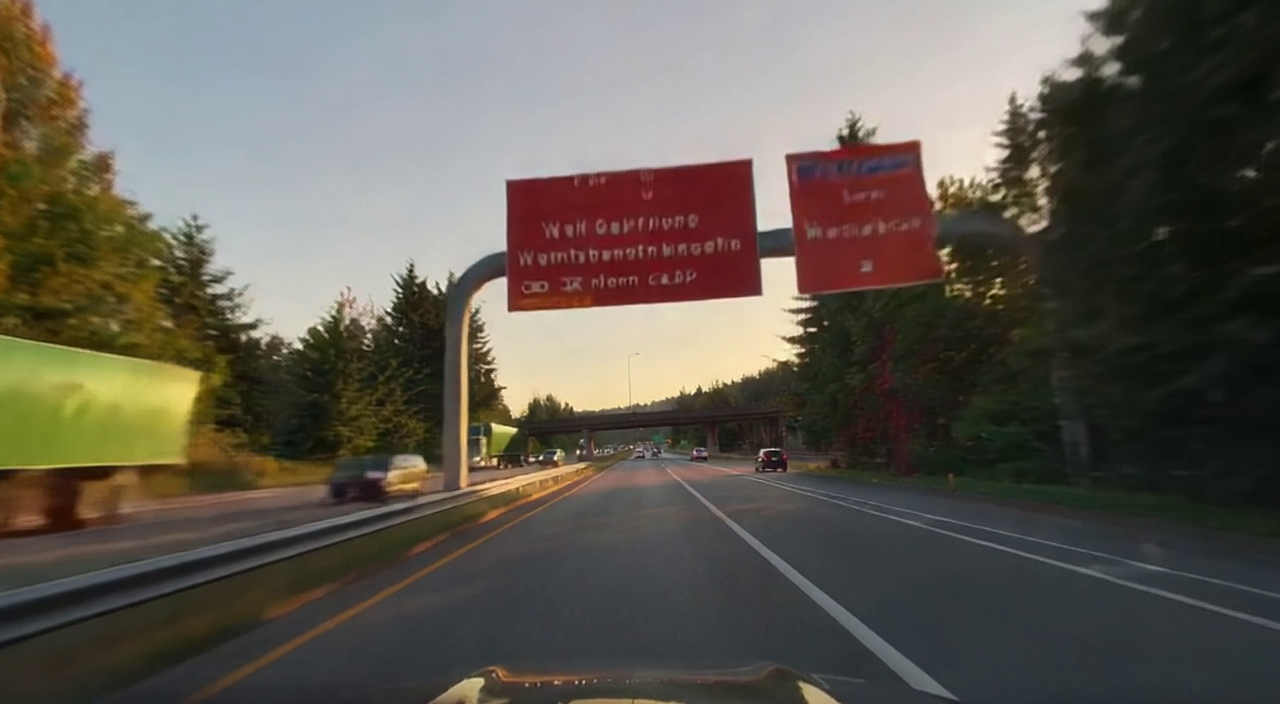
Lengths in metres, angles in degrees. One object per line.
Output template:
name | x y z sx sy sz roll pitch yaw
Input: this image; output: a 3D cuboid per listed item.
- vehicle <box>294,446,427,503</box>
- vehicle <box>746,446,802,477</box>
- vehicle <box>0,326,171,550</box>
vehicle | -8.628 3.818 20.028 2.081 1.569 4.607 0 -9 0
vehicle | 6.847 5.635 32.612 1.987 1.473 4.244 0 -9 0
vehicle | -13.279 1.078 8.425 3.133 4.027 14.079 0 -9 0
